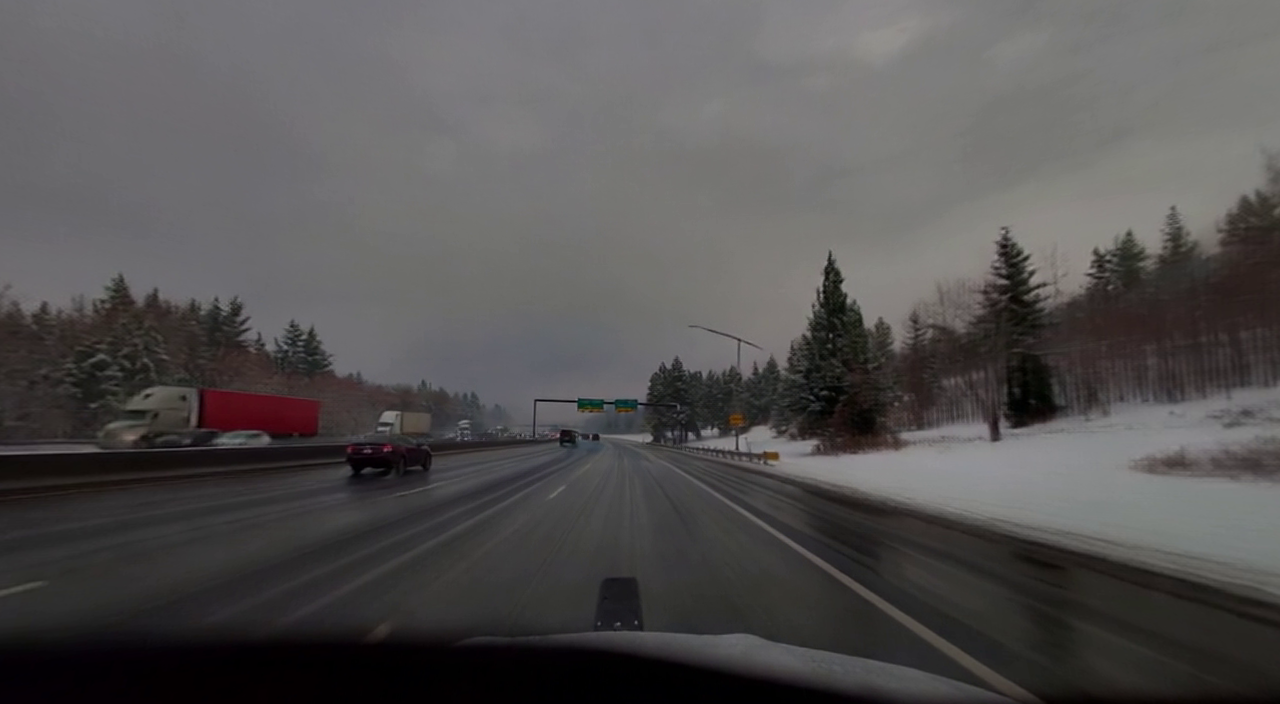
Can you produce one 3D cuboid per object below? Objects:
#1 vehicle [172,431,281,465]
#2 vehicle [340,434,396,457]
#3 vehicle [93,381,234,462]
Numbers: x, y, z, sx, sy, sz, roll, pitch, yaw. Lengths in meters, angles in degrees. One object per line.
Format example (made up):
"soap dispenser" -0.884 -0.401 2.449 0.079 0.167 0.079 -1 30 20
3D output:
"vehicle" -18.239 4.250 28.118 1.982 1.414 4.336 0 -8 -1
"vehicle" -18.189 6.263 42.347 1.886 1.449 4.405 0 -8 -1
"vehicle" -25.672 3.846 34.395 2.991 3.997 5.882 0 -8 -2
